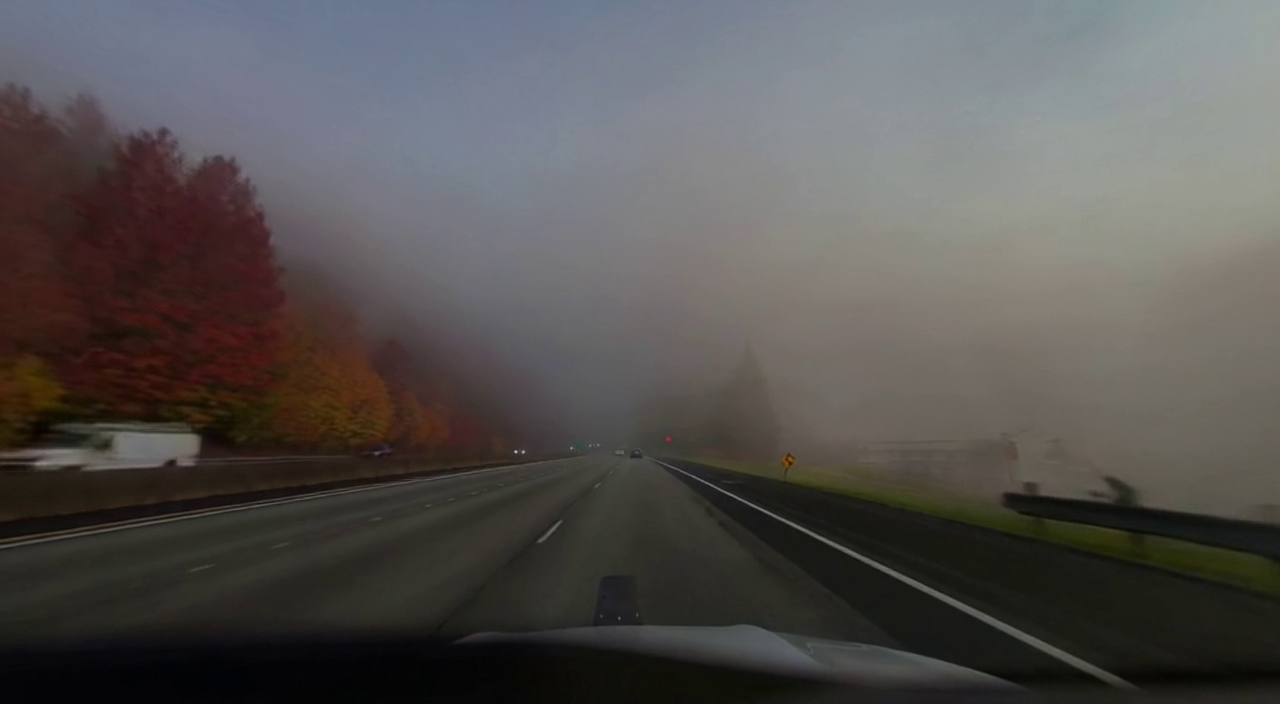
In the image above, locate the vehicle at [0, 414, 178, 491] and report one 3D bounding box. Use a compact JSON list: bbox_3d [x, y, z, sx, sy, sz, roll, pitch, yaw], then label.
[{"bbox_3d":[-19.691,3.425,21.493,2.454,2.194,6.881,0,-9,0],"label":"vehicle"}]
